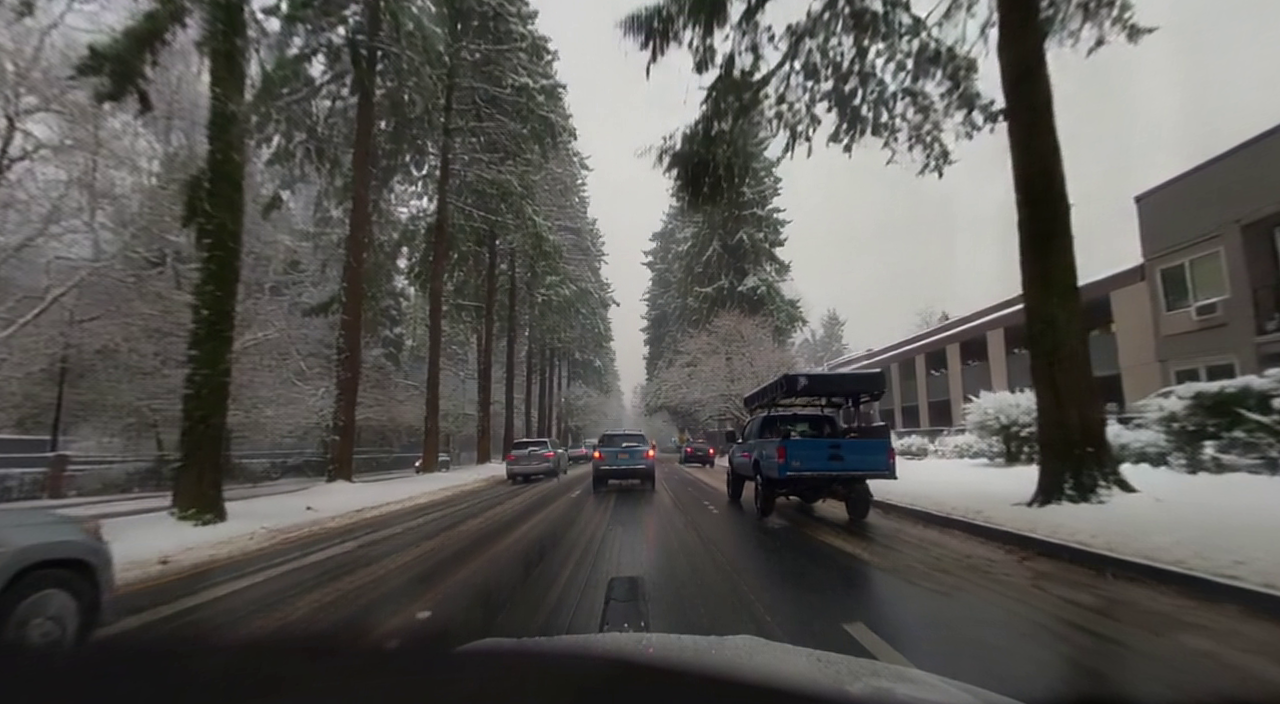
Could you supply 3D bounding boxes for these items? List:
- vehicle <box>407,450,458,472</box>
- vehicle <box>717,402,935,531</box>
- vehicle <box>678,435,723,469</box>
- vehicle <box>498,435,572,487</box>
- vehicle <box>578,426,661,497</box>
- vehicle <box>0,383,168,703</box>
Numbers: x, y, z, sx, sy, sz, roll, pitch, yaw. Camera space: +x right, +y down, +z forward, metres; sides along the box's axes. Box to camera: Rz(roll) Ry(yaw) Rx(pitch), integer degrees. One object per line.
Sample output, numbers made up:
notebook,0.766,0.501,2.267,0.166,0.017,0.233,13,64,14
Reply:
vehicle,-14.805,7.762,45.232,2.001,1.441,4.488,0,-8,1
vehicle,3.347,2.278,13.193,2.655,2.054,6.098,0,-8,0
vehicle,3.582,6.046,38.226,2.183,1.948,4.633,0,-8,-2
vehicle,-3.611,3.806,22.316,1.894,1.642,3.861,0,-8,1
vehicle,-0.473,3.055,17.896,2.075,1.770,4.018,0,-8,1
vehicle,-3.971,0.755,1.558,1.959,1.614,4.676,0,-8,0
